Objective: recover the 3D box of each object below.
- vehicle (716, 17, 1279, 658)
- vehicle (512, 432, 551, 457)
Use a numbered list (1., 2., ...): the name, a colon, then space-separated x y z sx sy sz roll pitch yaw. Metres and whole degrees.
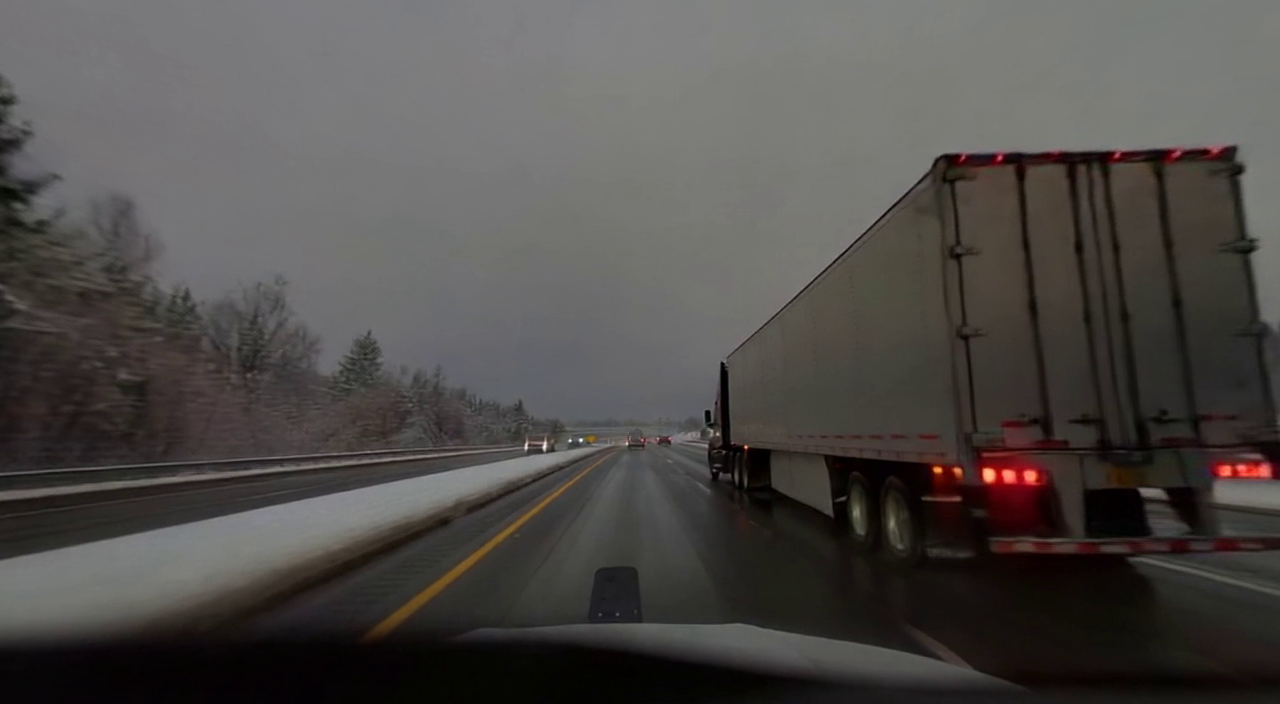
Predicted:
1. vehicle: 3.773 0.717 10.755 3.038 3.975 13.887 0 -8 -1
2. vehicle: -8.385 7.165 49.094 2.199 1.816 4.724 0 -8 0
